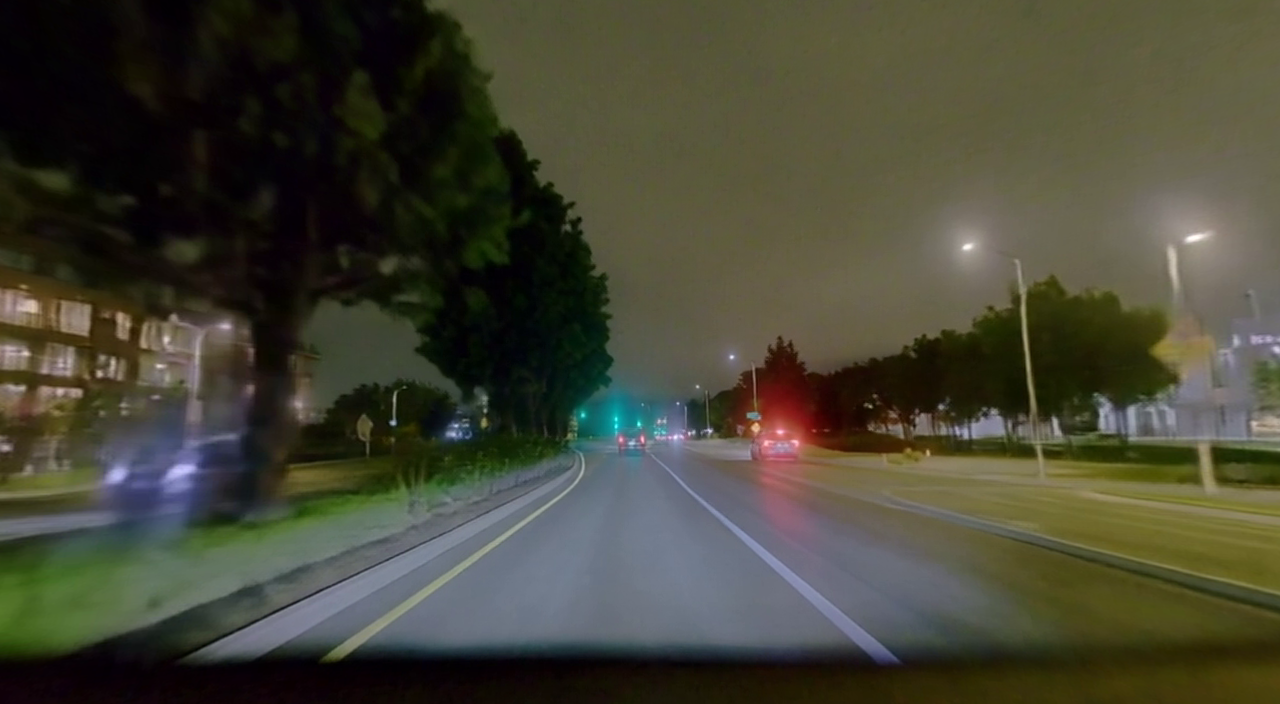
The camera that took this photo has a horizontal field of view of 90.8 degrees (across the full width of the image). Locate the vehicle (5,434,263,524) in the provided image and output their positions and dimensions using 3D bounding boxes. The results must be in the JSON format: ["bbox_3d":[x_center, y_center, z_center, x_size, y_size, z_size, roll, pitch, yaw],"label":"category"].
[{"bbox_3d":[-10.637,2.664,13.882,2.002,1.620,4.471,0,-8,-1],"label":"vehicle"}]

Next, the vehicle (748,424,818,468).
[{"bbox_3d":[6.379,4.273,28.720,2.026,1.804,4.565,0,-8,-1],"label":"vehicle"}]

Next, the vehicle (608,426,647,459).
[{"bbox_3d":[-0.743,5.443,37.916,2.193,1.794,4.457,0,-8,-2],"label":"vehicle"}]
